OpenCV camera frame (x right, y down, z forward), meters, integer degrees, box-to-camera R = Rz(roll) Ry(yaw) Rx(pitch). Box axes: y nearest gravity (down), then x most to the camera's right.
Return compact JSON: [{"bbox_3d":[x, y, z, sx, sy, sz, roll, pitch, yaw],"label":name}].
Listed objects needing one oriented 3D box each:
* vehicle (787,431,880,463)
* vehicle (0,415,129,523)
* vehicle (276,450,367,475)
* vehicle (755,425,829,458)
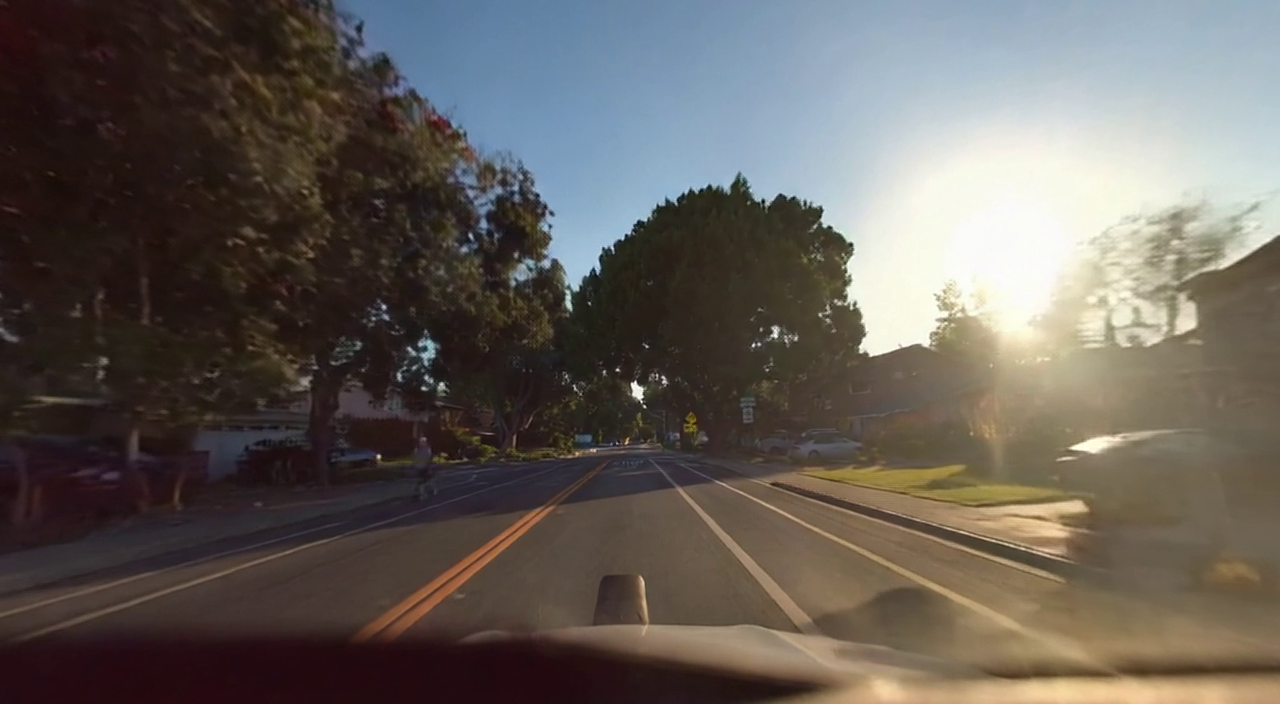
[{"bbox_3d":[10.880,5.362,35.757,4.493,1.493,1.926,-3,-8,-4],"label":"vehicle"},{"bbox_3d":[-12.760,2.144,11.837,4.549,1.802,2.081,0,-8,2],"label":"vehicle"},{"bbox_3d":[-18.976,6.600,37.780,4.440,1.445,1.919,-1,-8,5],"label":"vehicle"},{"bbox_3d":[10.685,6.324,44.685,4.459,1.696,2.361,-7,-8,-2],"label":"vehicle"}]
